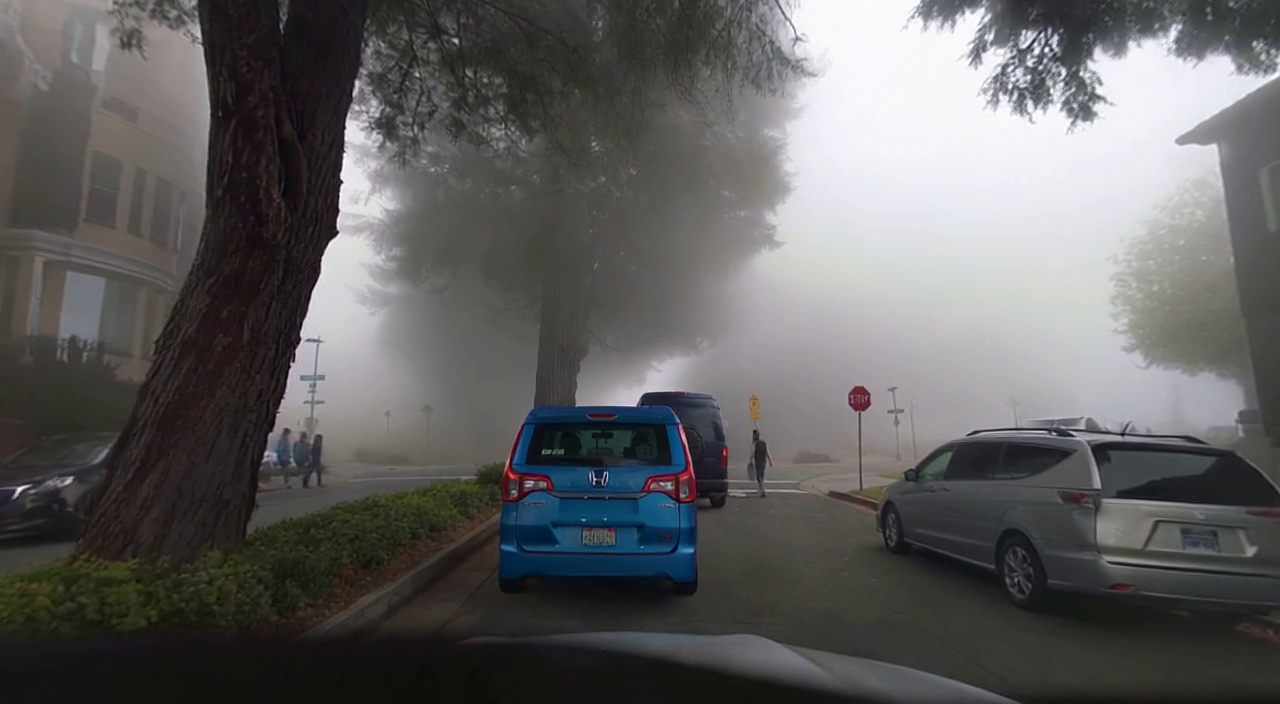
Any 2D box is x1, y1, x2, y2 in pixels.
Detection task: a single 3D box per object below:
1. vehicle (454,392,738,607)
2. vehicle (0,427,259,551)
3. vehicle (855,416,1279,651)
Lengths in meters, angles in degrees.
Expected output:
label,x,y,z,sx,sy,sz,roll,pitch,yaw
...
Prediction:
label,x,y,z,sx,sy,sz,roll,pitch,yaw
vehicle,-0.379,1.586,7.702,2.377,1.787,4.652,0,-8,0
vehicle,-8.292,2.010,10.051,1.825,1.532,4.083,-3,-7,2
vehicle,4.218,1.674,6.904,1.959,1.581,4.731,4,-9,-2
